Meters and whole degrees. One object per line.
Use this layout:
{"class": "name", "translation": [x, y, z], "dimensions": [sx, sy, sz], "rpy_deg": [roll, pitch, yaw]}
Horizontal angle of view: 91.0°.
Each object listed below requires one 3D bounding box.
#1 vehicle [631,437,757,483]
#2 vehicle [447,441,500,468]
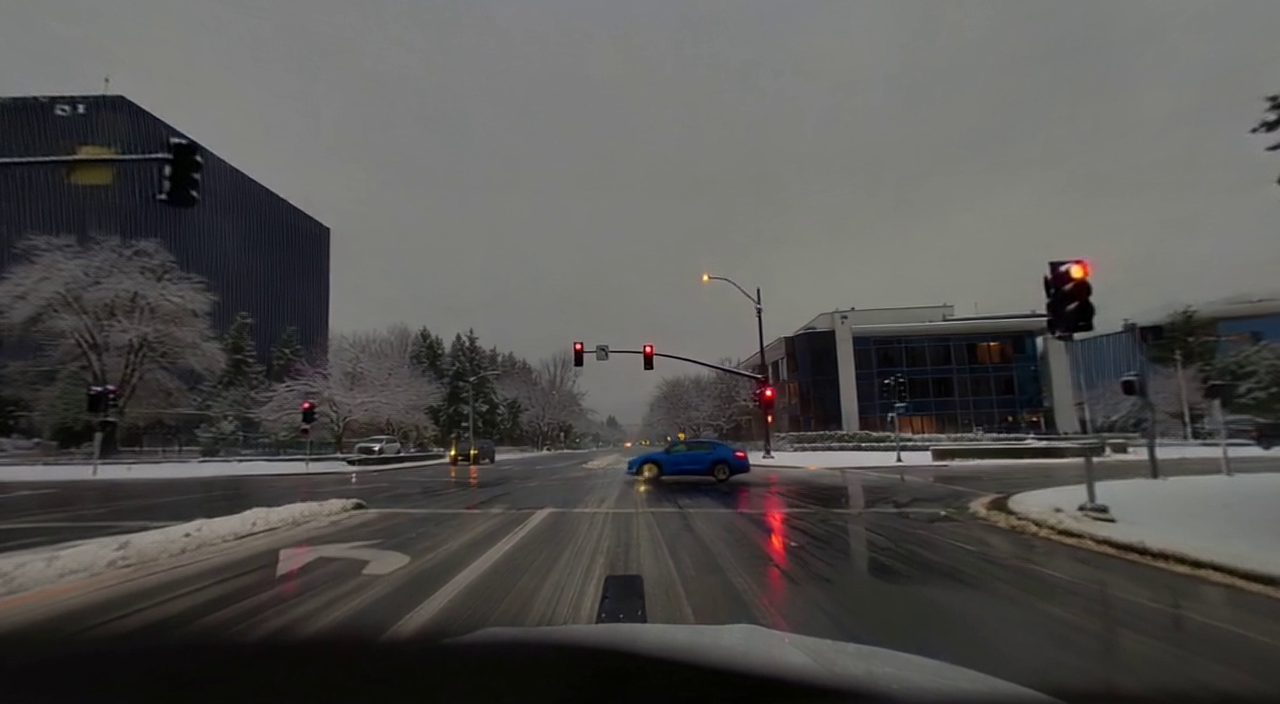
{"class": "vehicle", "translation": [1.962, 4.027, 23.592], "dimensions": [4.218, 1.572, 2.065], "rpy_deg": [2, -9, -15]}
{"class": "vehicle", "translation": [-11.478, 7.098, 43.686], "dimensions": [2.069, 1.771, 4.947], "rpy_deg": [0, -9, 3]}
